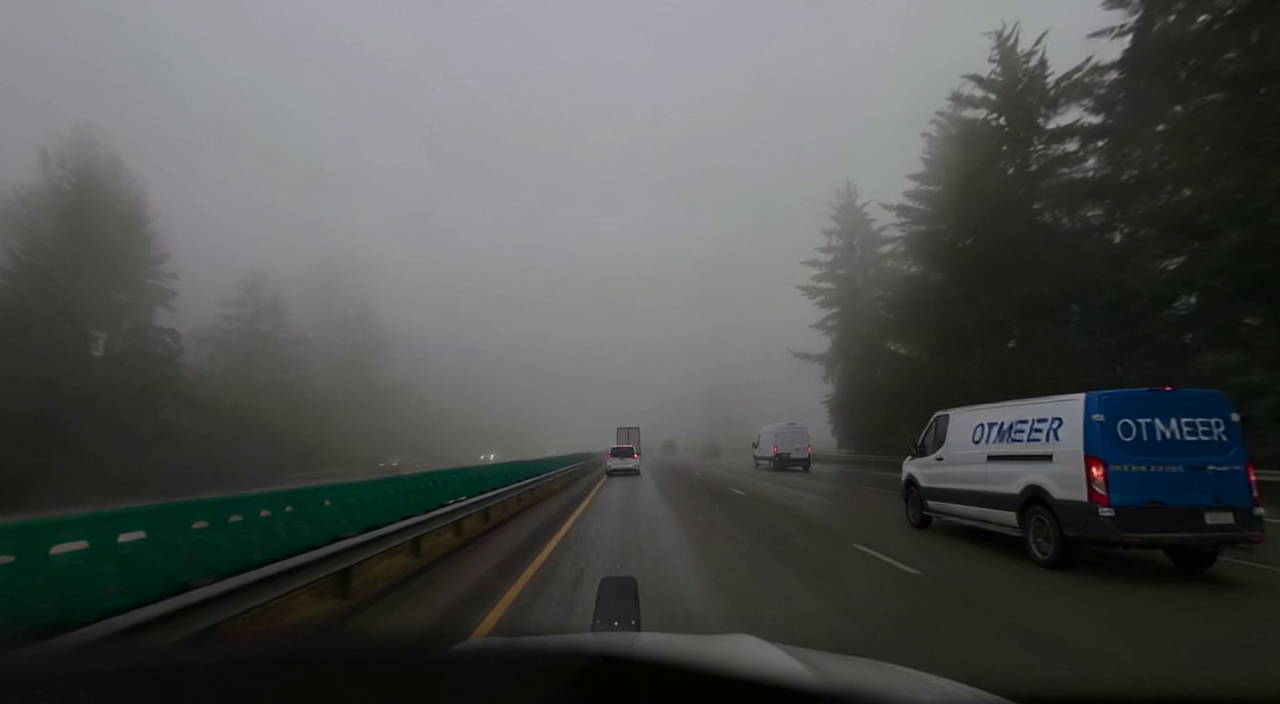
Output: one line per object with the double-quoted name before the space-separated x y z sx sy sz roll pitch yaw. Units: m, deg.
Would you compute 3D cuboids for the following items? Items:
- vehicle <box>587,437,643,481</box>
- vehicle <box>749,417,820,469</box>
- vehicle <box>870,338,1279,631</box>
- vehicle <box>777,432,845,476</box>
"vehicle" -0.985 4.280 25.526 2.100 1.636 3.620 0 -8 -2
"vehicle" 7.949 5.104 35.230 2.385 2.635 5.633 0 -8 -2
"vehicle" 4.747 1.263 6.987 2.223 2.008 5.121 0 -8 -2
"vehicle" 8.135 4.872 30.292 2.255 1.960 3.229 0 -8 -1
